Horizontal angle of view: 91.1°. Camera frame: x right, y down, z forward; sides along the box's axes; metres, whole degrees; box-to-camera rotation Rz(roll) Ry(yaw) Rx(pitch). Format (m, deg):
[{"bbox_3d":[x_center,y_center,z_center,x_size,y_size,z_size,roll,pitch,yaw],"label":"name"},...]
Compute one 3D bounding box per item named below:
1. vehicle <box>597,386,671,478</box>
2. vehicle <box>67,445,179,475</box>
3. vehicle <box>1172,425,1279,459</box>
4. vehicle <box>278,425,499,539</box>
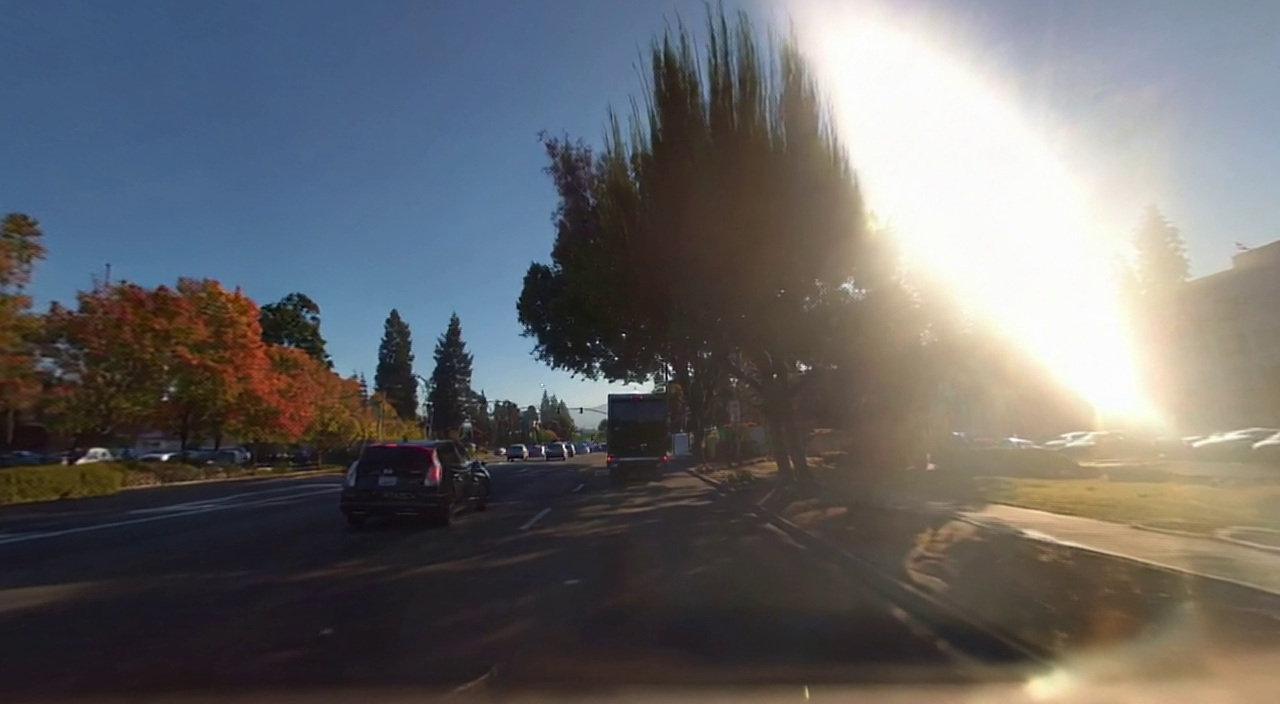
[{"bbox_3d":[-0.183,3.816,29.428,2.905,3.644,8.807,0,-8,1],"label":"vehicle"},{"bbox_3d":[-35.963,7.498,43.772,5.845,1.983,2.215,-1,-8,2],"label":"vehicle"},{"bbox_3d":[25.686,3.929,27.370,3.503,1.419,1.646,1,-8,-4],"label":"vehicle"},{"bbox_3d":[-4.058,2.164,11.111,2.078,1.597,4.355,0,-8,0],"label":"vehicle"}]
